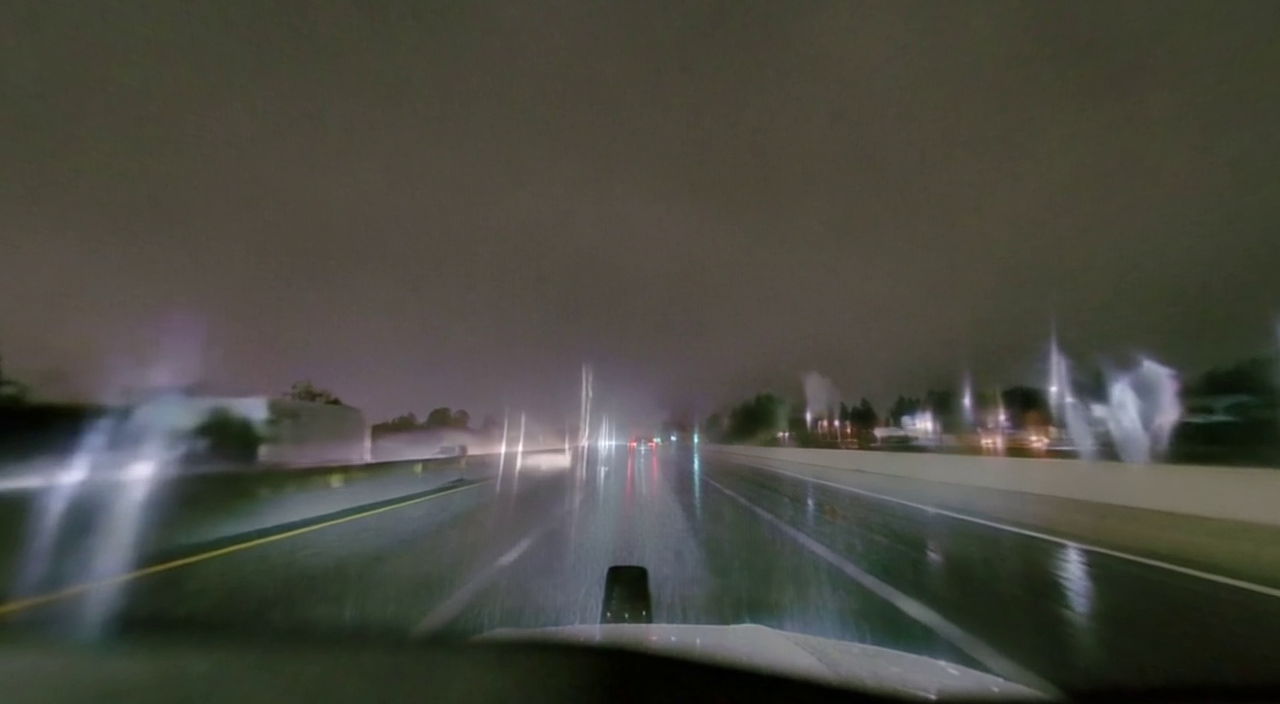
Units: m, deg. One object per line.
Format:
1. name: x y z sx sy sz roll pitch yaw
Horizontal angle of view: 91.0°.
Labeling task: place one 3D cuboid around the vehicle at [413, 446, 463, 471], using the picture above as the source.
1. vehicle: -13.788 7.289 43.125 1.905 1.587 4.385 0 -8 0

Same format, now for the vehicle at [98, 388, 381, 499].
1. vehicle: -18.230 4.592 31.653 3.275 4.067 16.823 0 -8 0
